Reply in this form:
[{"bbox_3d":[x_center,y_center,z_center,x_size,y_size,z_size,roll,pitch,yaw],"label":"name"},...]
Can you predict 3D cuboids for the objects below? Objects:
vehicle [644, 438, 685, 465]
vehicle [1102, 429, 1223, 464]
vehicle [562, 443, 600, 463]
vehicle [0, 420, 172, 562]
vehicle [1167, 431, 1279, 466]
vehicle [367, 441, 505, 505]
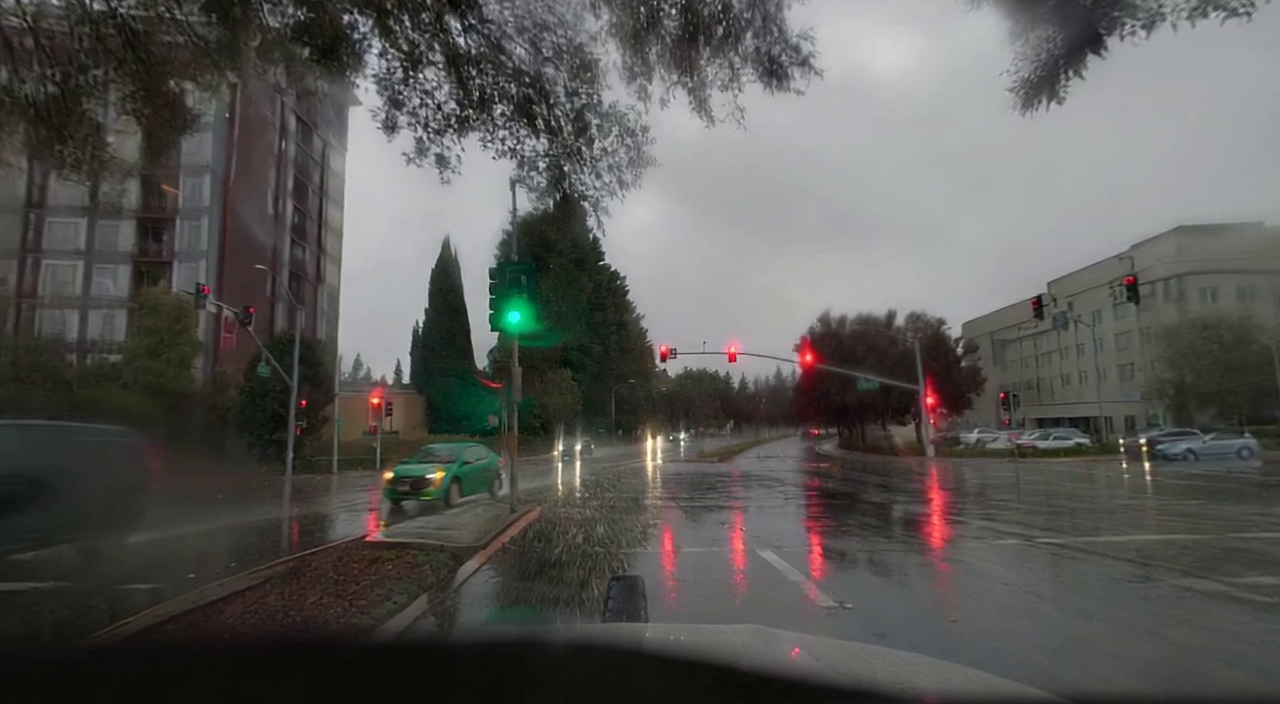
[{"bbox_3d":[1.726,6.774,43.262,2.197,1.739,4.177,-2,-8,10],"label":"vehicle"},{"bbox_3d":[25.910,4.683,31.365,4.441,1.674,2.035,1,-8,-8],"label":"vehicle"},{"bbox_3d":[-4.485,7.726,48.441,1.877,1.481,3.853,-2,-8,11],"label":"vehicle"},{"bbox_3d":[-8.832,1.743,8.035,2.198,1.703,4.461,0,-8,2],"label":"vehicle"},{"bbox_3d":[26.301,4.247,27.888,4.644,1.470,1.922,1,-8,-10],"label":"vehicle"},{"bbox_3d":[-5.286,3.186,17.135,2.016,1.474,4.634,-1,-8,3],"label":"vehicle"}]
